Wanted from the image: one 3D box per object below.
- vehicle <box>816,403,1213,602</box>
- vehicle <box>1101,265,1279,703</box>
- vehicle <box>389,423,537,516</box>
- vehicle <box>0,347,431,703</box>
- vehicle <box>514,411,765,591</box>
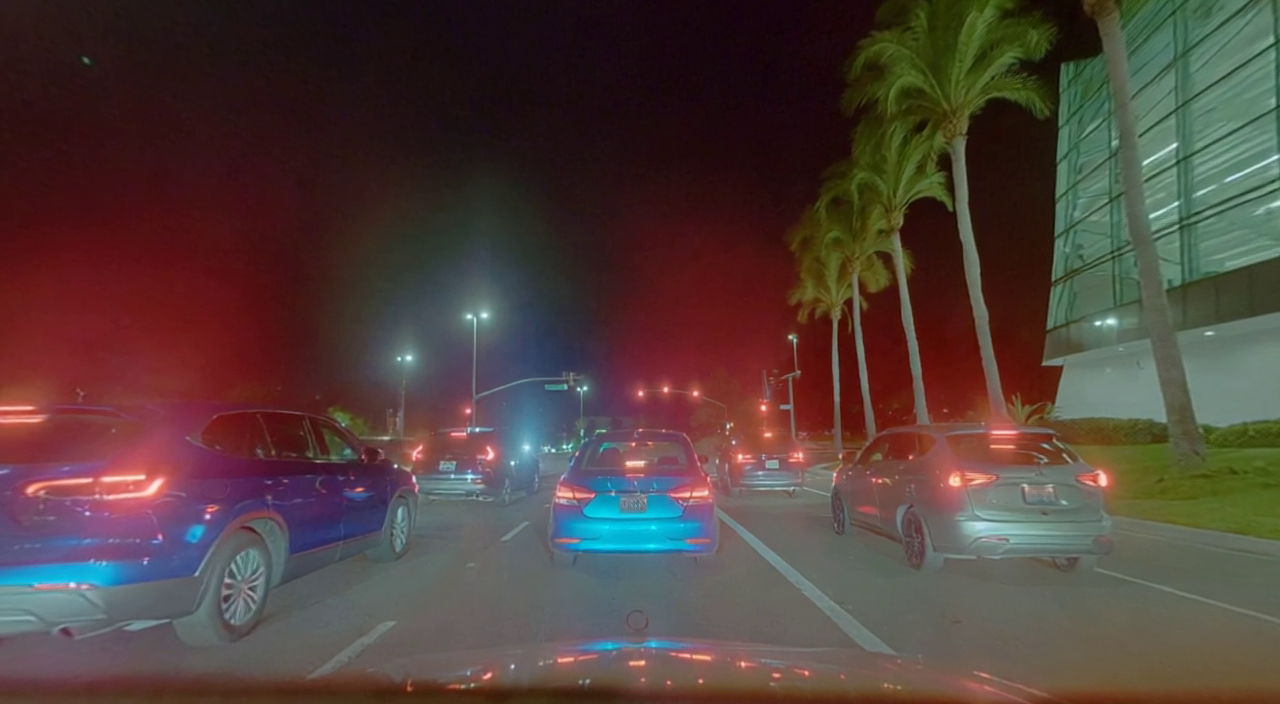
[{"bbox_3d":[3.838,1.618,7.680,2.064,1.696,4.431,0,-8,-1],"label":"vehicle"},{"bbox_3d":[2.980,0.428,0.233,2.117,1.879,4.715,0,-8,2],"label":"vehicle"},{"bbox_3d":[-3.466,2.377,13.167,1.917,1.631,3.768,0,-8,1],"label":"vehicle"},{"bbox_3d":[-3.541,1.172,5.379,2.014,1.775,4.404,0,-8,-1],"label":"vehicle"},{"bbox_3d":[-0.046,1.647,7.837,2.219,1.586,4.321,0,-8,-1],"label":"vehicle"}]
